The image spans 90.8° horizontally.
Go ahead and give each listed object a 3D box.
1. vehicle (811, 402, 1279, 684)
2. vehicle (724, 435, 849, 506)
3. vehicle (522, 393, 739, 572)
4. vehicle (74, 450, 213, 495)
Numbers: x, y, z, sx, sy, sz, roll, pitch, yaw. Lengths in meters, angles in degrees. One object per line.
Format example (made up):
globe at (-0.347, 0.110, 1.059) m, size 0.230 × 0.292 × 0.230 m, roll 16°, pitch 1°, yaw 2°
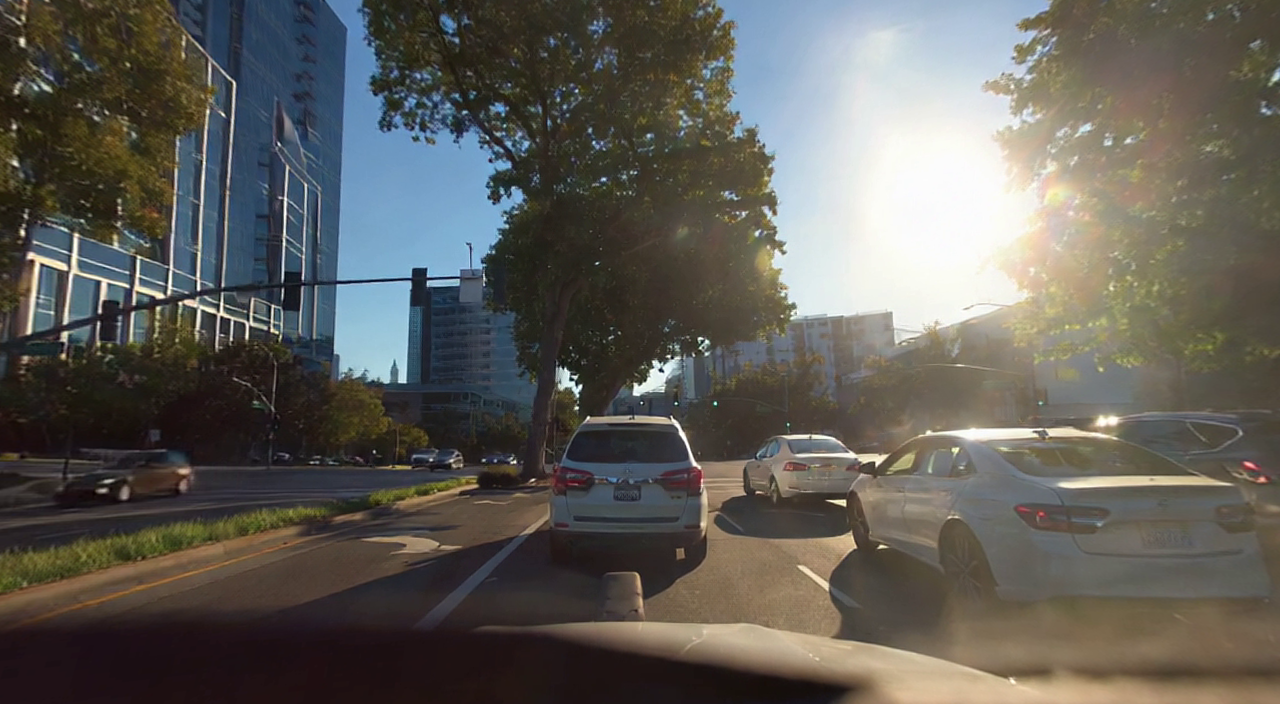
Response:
vehicle at (3.361, 1.425, 6.000) m, size 2.034 × 1.558 × 4.774 m, roll 0°, pitch -9°, yaw -1°
vehicle at (3.493, 2.921, 15.989) m, size 2.004 × 1.523 × 4.263 m, roll 0°, pitch -9°, yaw -2°
vehicle at (-0.169, 1.671, 8.778) m, size 2.236 × 1.827 × 4.316 m, roll 0°, pitch -9°, yaw -2°
vehicle at (-20.831, 5.029, 26.839) m, size 2.132 × 1.695 × 4.619 m, roll 0°, pitch -8°, yaw -1°
